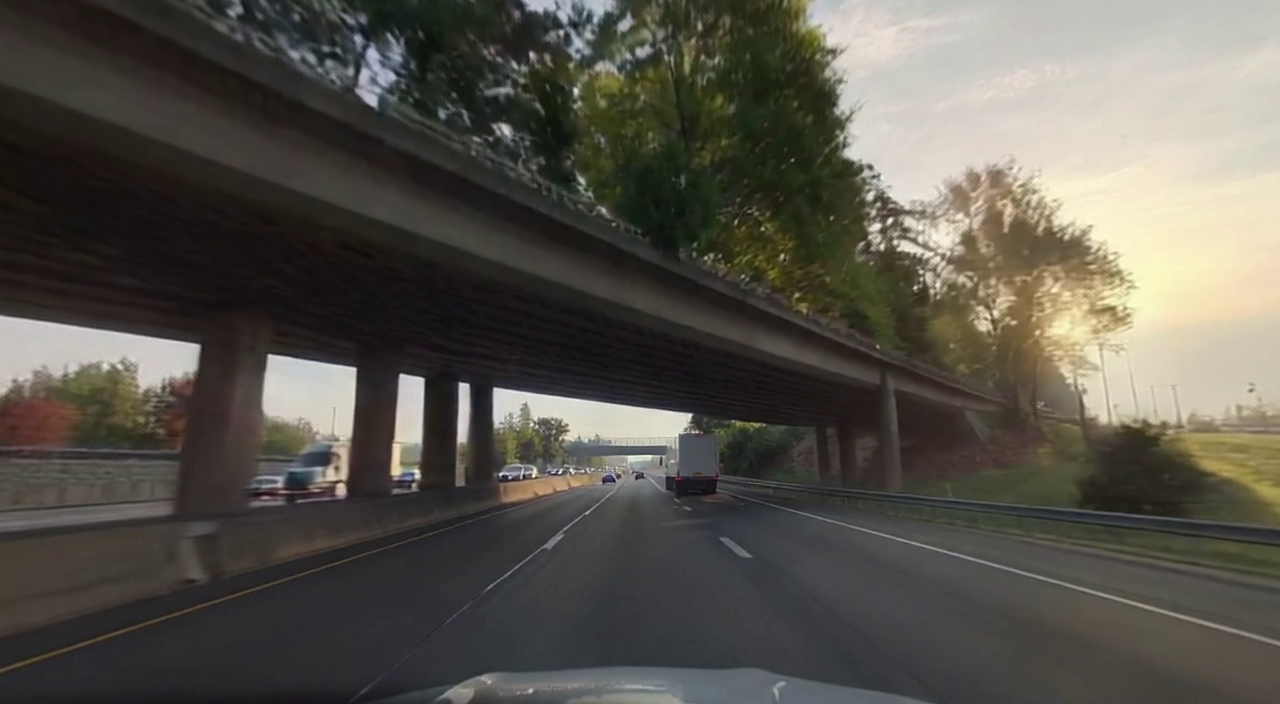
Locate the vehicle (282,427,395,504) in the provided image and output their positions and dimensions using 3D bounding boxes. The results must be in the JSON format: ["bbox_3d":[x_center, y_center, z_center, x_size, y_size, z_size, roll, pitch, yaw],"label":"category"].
[{"bbox_3d":[-19.393,7.467,41.341,3.253,4.467,7.826,1,-10,1],"label":"vehicle"}]
